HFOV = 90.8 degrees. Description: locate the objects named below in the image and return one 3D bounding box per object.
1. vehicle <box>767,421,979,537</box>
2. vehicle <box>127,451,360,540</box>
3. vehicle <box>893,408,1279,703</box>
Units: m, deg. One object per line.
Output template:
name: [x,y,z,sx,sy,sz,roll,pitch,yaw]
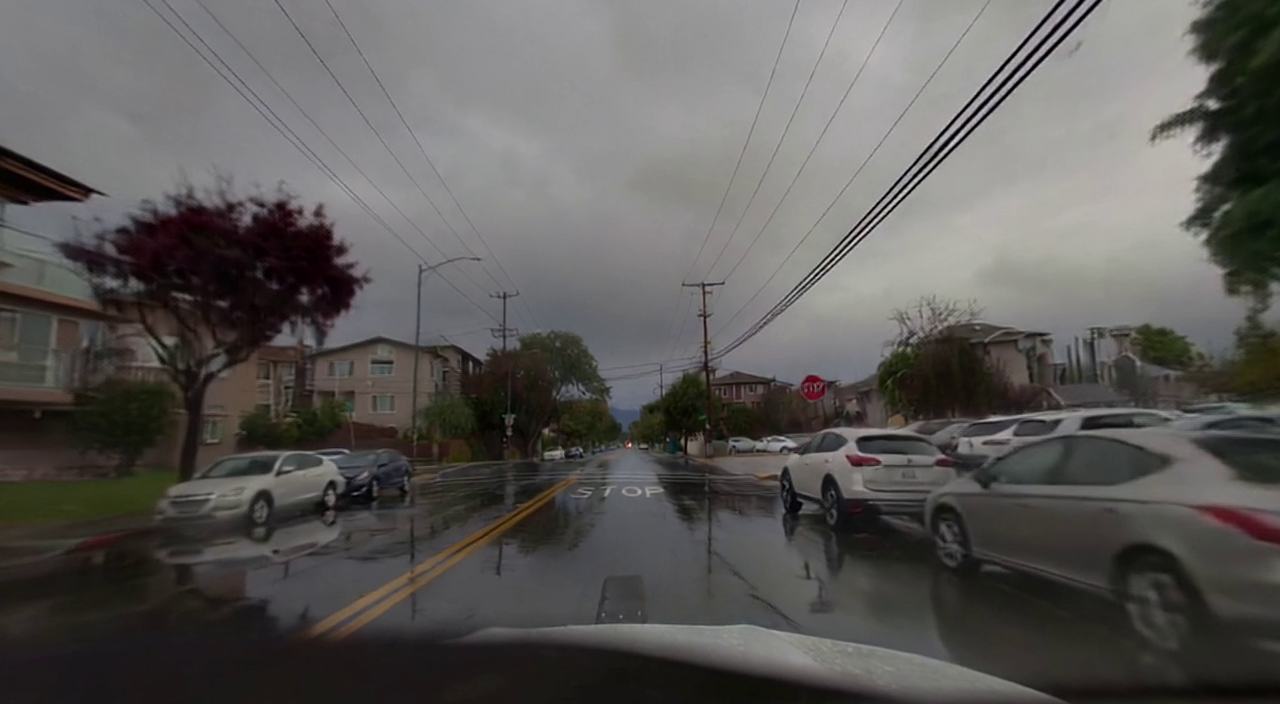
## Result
vehicle: [3.723,2.106,11.040,1.976,1.614,4.052,0,-9,-3]
vehicle: [-7.901,2.848,13.283,1.904,1.488,4.600,0,-9,0]
vehicle: [4.000,1.362,5.393,1.846,1.506,4.165,0,-9,-2]
